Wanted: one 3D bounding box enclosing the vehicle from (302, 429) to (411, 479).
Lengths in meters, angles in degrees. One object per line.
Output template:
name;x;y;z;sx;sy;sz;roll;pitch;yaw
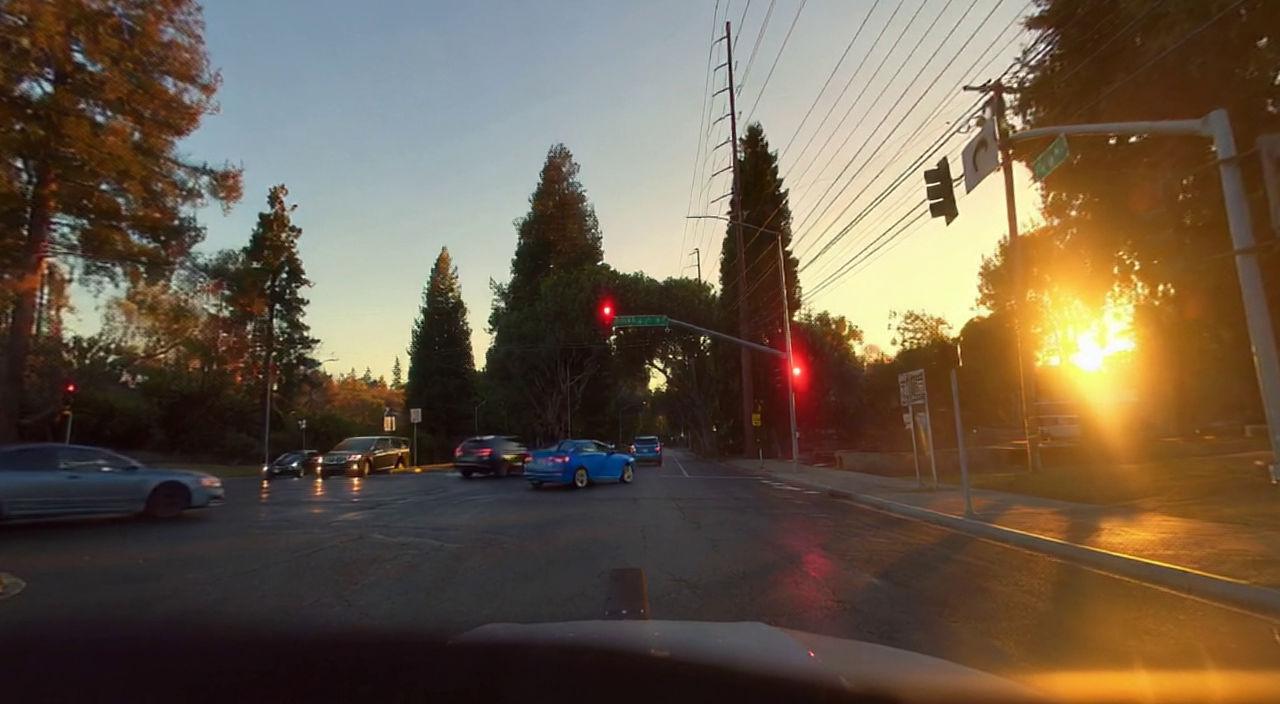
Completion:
vehicle;-13.129;4.769;29.616;2.350;2.104;5.828;0;-8;1

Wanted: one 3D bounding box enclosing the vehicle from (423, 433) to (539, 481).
vehicle;-6.429;4.336;26.165;1.929;1.750;5.044;-4;-10;24

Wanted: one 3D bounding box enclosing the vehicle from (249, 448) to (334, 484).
vehicle;-17.090;5.597;31.012;1.942;1.477;3.957;-4;-9;0

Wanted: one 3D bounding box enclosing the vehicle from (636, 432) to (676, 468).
vehicle;1.052;5.875;37.902;2.137;1.986;5.930;-1;-8;4

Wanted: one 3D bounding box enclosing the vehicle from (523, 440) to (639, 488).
vehicle;-1.861;3.761;21.547;2.019;1.455;4.529;-4;-9;23

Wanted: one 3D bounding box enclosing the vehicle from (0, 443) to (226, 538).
vehicle;-10.057;2.307;10.850;4.621;1.440;2.129;4;-10;-29
